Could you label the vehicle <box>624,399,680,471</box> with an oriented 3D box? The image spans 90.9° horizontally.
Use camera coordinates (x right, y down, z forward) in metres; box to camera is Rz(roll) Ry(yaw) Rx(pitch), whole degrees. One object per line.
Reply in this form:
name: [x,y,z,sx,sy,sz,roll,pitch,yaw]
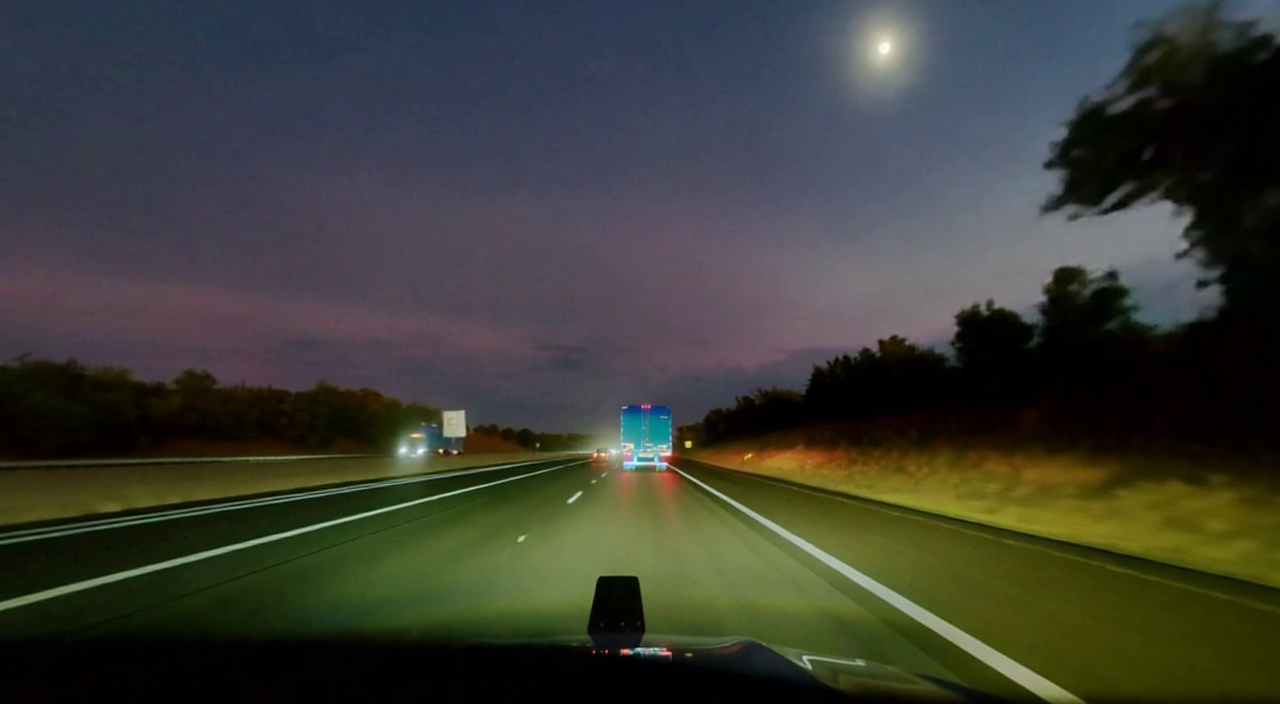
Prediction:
vehicle: [0.535,5.503,40.916,3.055,4.009,10.972,0,-9,-2]
